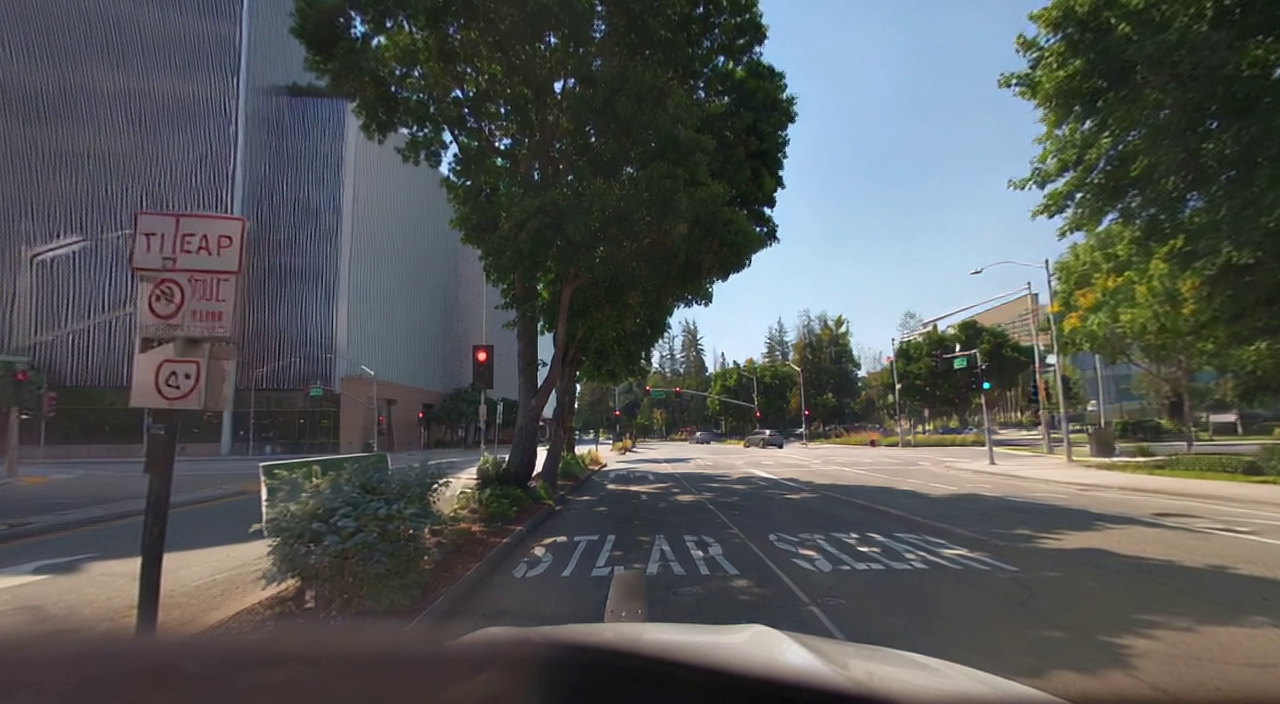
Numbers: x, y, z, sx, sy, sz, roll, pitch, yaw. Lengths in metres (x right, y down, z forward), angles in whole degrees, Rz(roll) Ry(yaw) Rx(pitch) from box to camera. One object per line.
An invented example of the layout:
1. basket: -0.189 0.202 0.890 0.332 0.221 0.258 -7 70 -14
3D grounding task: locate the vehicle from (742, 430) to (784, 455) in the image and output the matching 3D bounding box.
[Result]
1. vehicle: 9.613 7.132 49.590 2.156 1.881 4.743 0 -8 -2
